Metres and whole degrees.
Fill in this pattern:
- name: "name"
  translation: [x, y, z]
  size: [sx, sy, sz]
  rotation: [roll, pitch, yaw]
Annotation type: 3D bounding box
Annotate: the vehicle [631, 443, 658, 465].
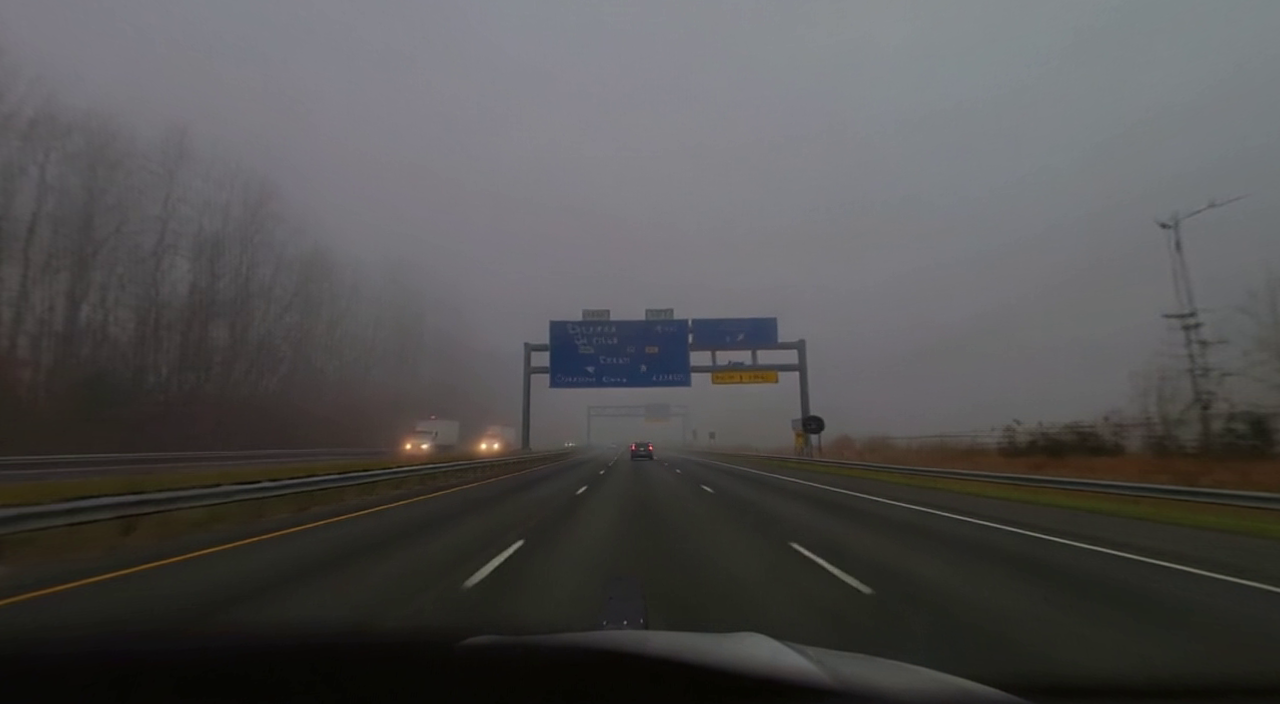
- name: "vehicle"
  translation: [0.302, 7.139, 44.120]
  size: [1.859, 1.478, 3.799]
  rotation: [0, -8, 0]
